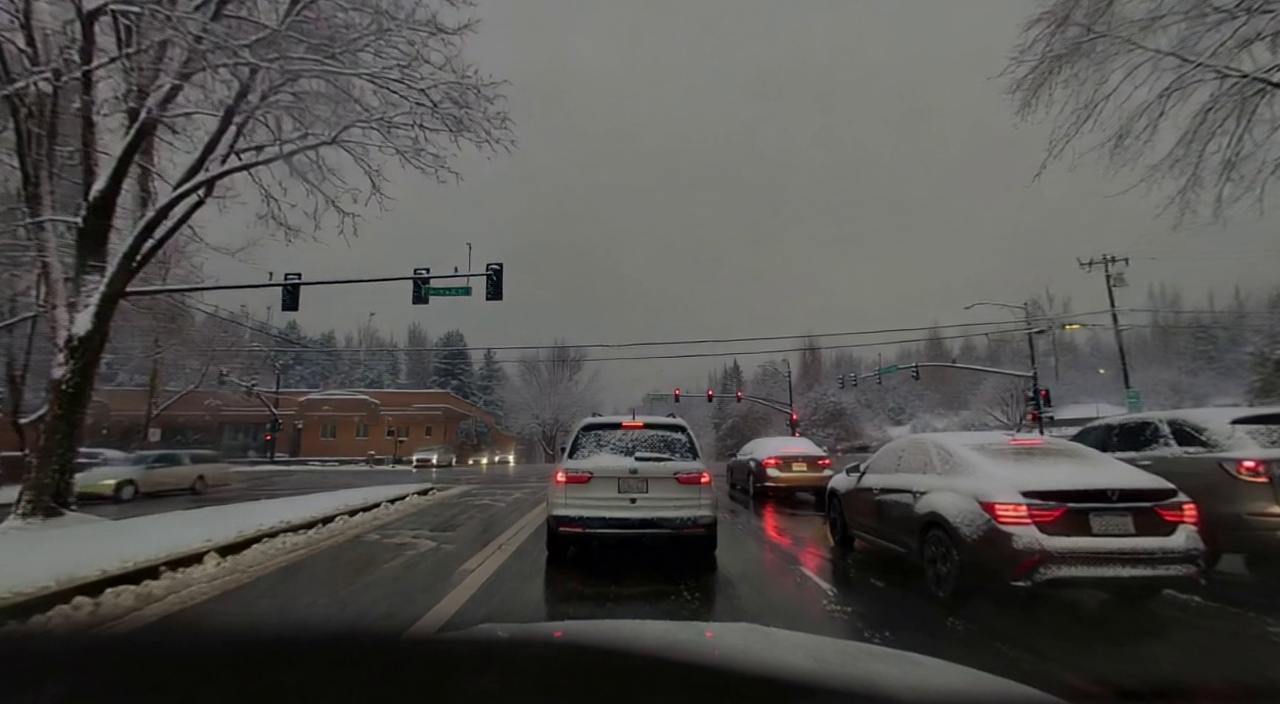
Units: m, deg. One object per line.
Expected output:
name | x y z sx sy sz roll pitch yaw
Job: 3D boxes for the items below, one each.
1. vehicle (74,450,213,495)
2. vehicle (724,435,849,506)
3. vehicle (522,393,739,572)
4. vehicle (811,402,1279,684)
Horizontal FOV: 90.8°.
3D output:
vehicle | -20.831 5.029 26.839 2.132 1.695 4.619 0 -8 -1
vehicle | 3.493 2.921 15.989 2.004 1.523 4.263 0 -9 -2
vehicle | -0.169 1.671 8.778 2.236 1.827 4.316 0 -9 -2
vehicle | 3.361 1.425 6.000 2.034 1.558 4.774 0 -9 -1
